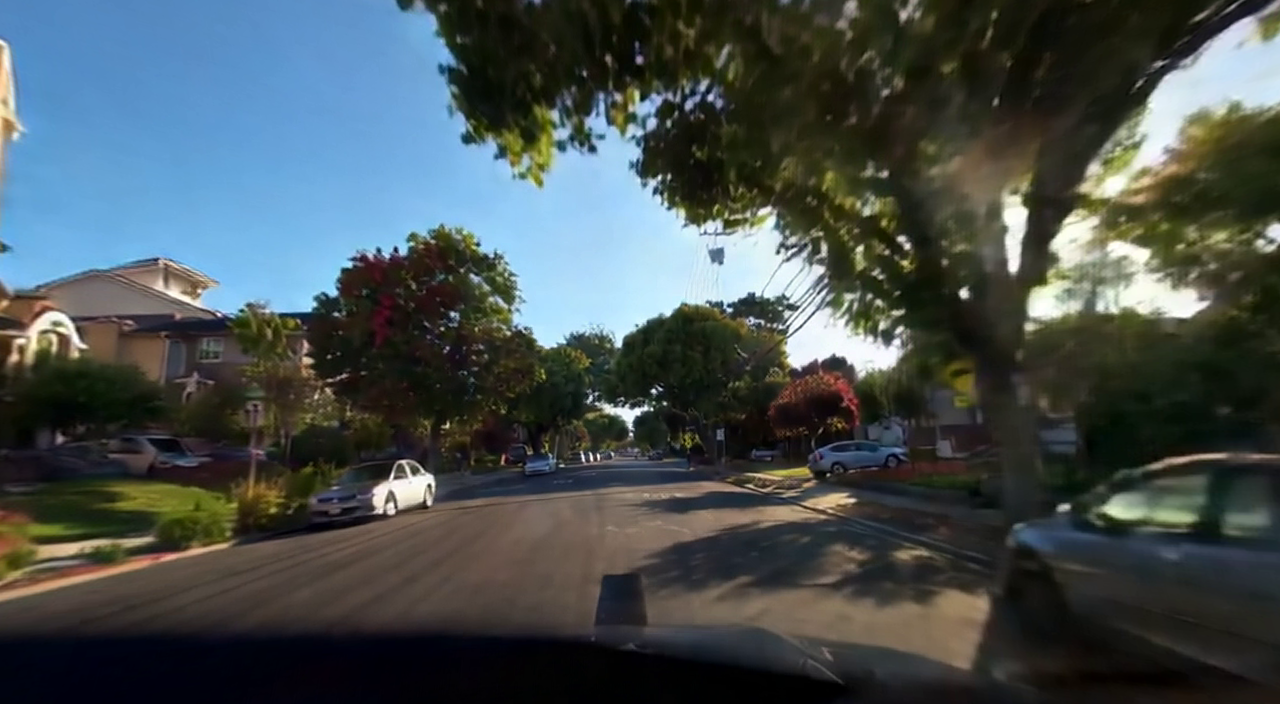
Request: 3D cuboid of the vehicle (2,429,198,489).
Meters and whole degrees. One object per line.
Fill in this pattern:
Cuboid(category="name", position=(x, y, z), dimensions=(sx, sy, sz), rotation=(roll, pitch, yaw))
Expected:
Cuboid(category="vehicle", position=(-17.180, 3.424, 20.377), dimensions=(4.123, 1.787, 2.194), rotation=(2, -9, -10))

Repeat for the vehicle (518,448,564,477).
Cuboid(category="vehicle", position=(-6.477, 7.242, 41.724), dimensions=(2.162, 1.757, 5.201), rotation=(-2, -9, 0))

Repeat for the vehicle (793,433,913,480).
Cuboid(category="vehicle", position=(10.040, 4.938, 30.029), dimensions=(4.822, 1.864, 2.100), rotation=(-2, -8, -5))

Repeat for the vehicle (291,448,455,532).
Cuboid(category="vehicle", position=(-6.203, 3.195, 15.365), dimensions=(2.022, 1.550, 4.669), rotation=(-4, -9, -1))
